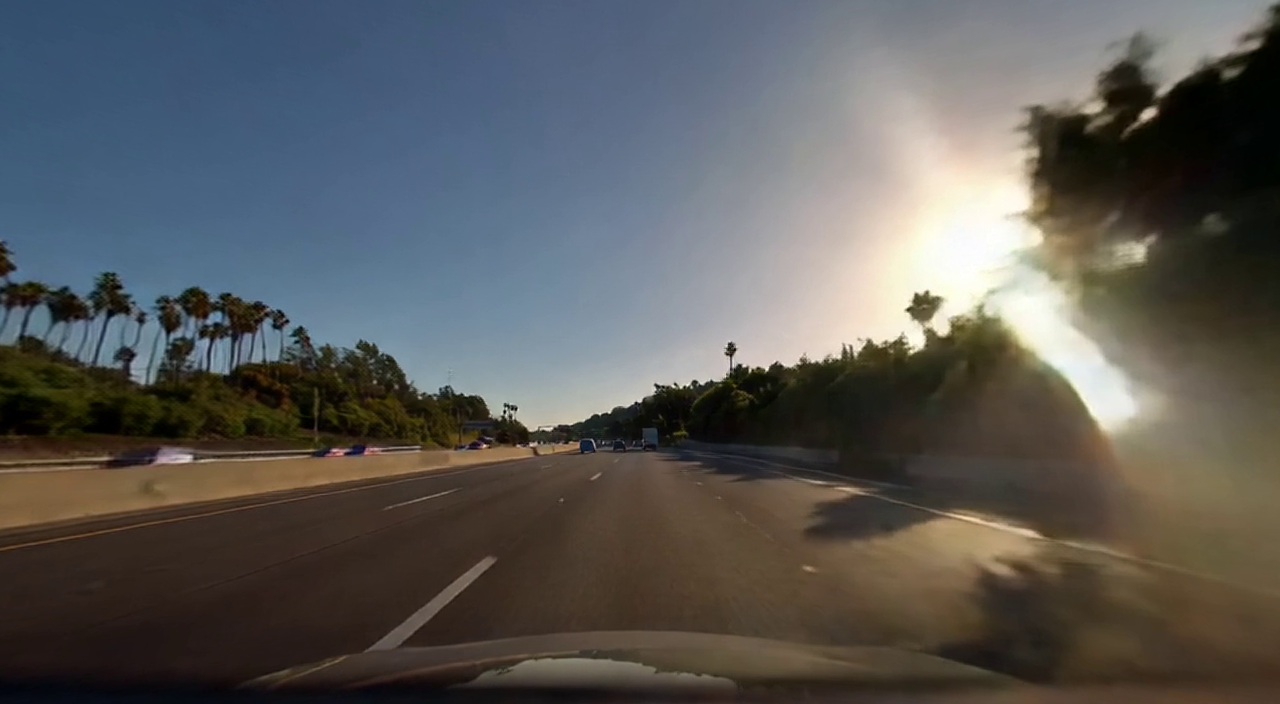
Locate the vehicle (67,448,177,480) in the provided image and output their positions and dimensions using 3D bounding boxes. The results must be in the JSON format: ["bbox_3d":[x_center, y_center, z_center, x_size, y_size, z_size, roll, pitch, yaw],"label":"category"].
[{"bbox_3d":[-27.344,5.906,33.368,1.849,1.495,4.684,0,-8,0],"label":"vehicle"}]
